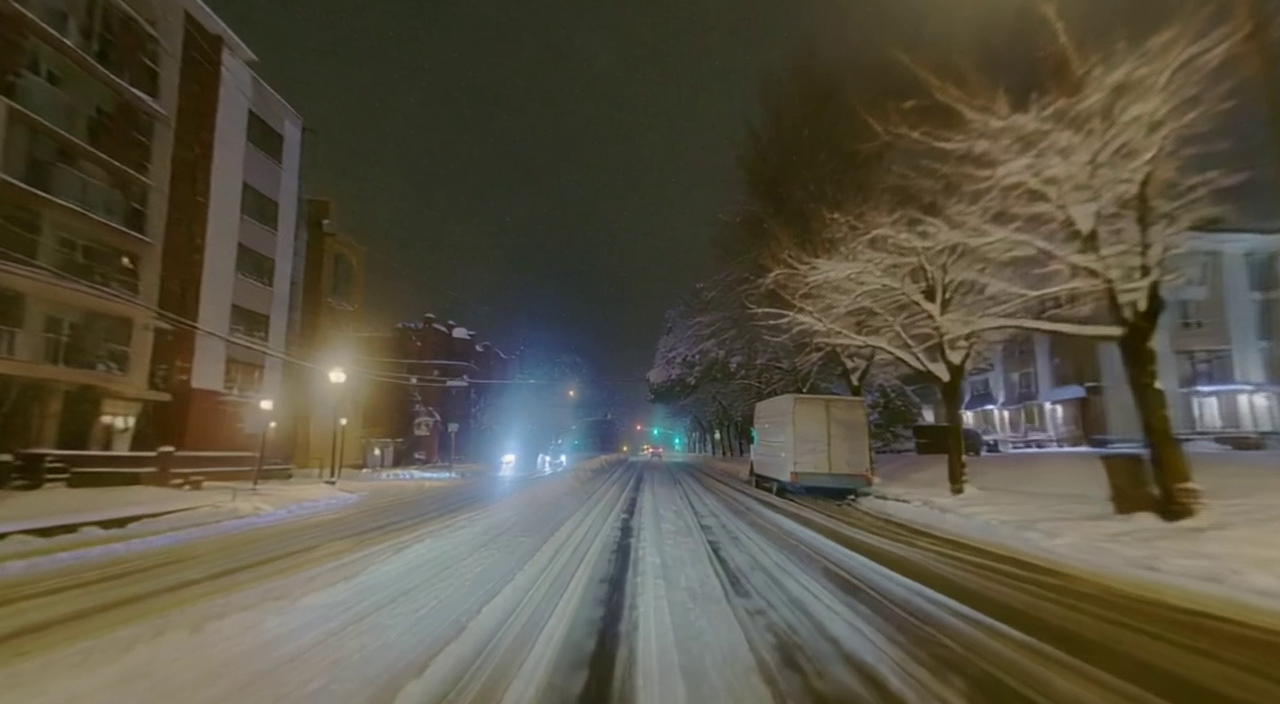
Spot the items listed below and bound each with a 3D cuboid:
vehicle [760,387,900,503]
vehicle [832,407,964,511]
[{"bbox_3d":[6.037,3.117,21.152,2.750,3.269,6.333,0,-9,1],"label":"vehicle"},{"bbox_3d":[6.537,2.737,16.339,2.021,2.433,3.088,0,-8,-1],"label":"vehicle"}]
